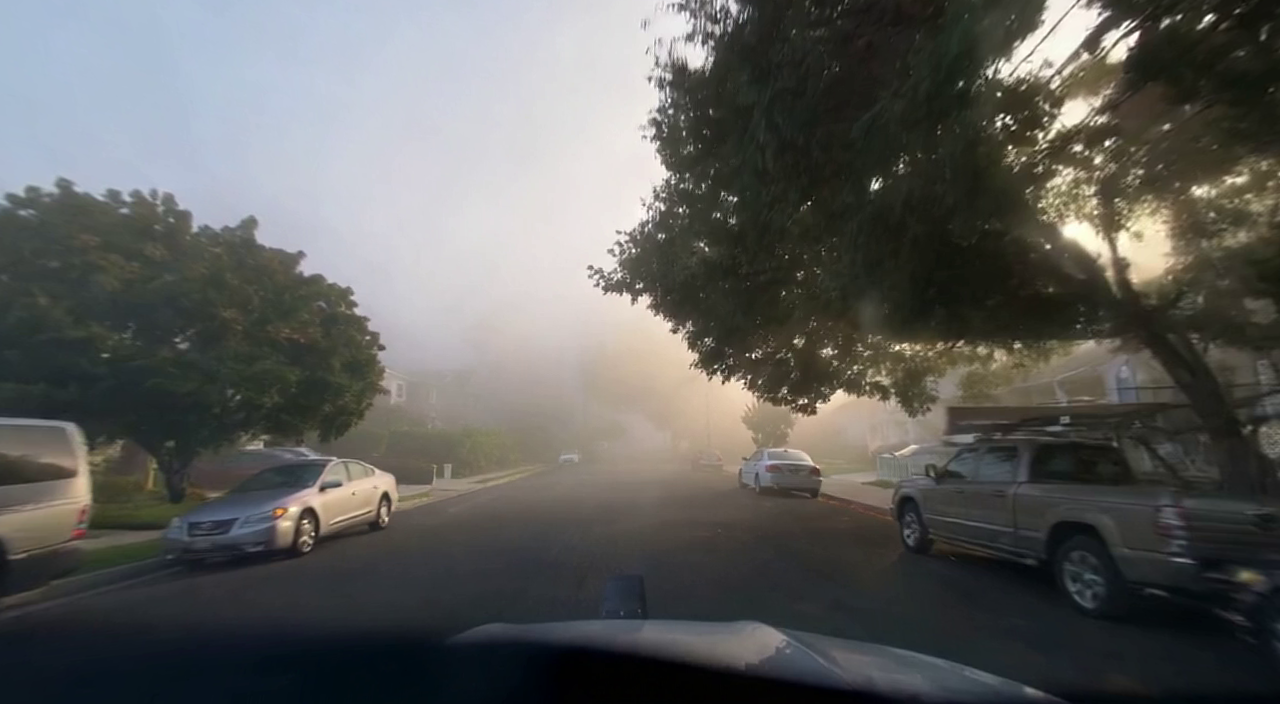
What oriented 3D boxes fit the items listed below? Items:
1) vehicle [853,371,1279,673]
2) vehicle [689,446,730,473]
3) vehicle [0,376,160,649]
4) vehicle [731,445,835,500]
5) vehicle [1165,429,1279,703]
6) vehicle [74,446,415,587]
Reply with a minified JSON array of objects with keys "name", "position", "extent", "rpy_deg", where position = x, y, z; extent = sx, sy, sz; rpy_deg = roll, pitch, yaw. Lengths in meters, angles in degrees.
[{"name":"vehicle","position":[4.201,1.431,6.572],"extent":[2.105,1.836,5.278],"rpy_deg":[0,-9,0]},{"name":"vehicle","position":[4.299,6.726,39.801],"extent":[2.020,1.558,3.925],"rpy_deg":[1,-9,-2]},{"name":"vehicle","position":[-5.663,1.102,3.848],"extent":[2.060,1.987,4.815],"rpy_deg":[-2,-8,-6]},{"name":"vehicle","position":[4.227,3.644,19.606],"extent":[1.936,1.464,5.141],"rpy_deg":[0,-9,-1]},{"name":"vehicle","position":[3.993,0.852,1.380],"extent":[1.776,1.440,4.525],"rpy_deg":[0,-9,0]},{"name":"vehicle","position":[-5.702,2.372,10.364],"extent":[2.011,1.465,5.686],"rpy_deg":[-3,-8,0]}]
